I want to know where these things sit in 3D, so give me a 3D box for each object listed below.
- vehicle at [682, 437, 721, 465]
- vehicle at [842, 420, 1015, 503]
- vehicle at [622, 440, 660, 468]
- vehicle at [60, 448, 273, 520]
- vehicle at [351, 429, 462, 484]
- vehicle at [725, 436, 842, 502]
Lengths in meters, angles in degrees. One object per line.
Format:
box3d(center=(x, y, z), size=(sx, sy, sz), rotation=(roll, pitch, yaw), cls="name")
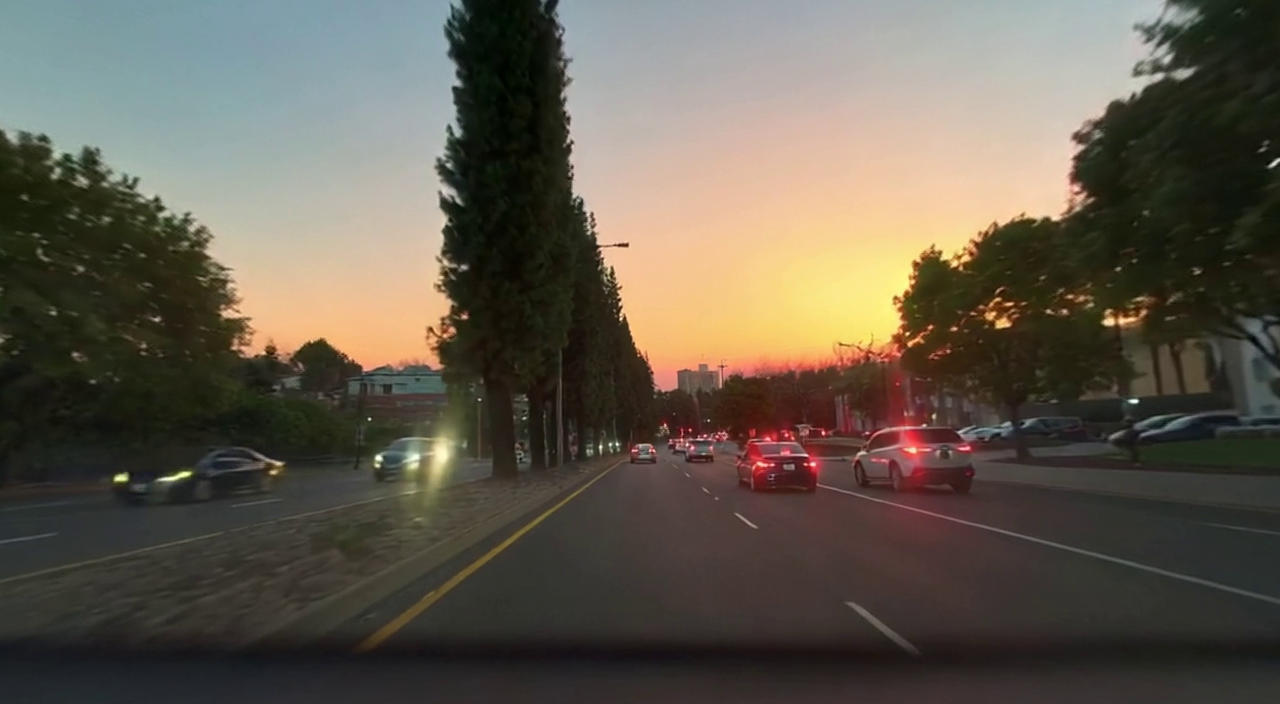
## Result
box3d(center=(4.085, 6.697, 42.516), size=(2.130, 1.718, 4.310), rotation=(0, -9, -1), cls="vehicle")
box3d(center=(7.373, 2.873, 16.807), size=(2.188, 1.840, 5.050), rotation=(0, -9, 0), cls="vehicle")
box3d(center=(0.073, 6.007, 37.115), size=(2.111, 1.506, 4.018), rotation=(0, -9, 0), cls="vehicle")
box3d(center=(-11.448, 3.165, 15.677), size=(1.866, 1.500, 4.361), rotation=(0, -9, 0), cls="vehicle")
box3d(center=(-8.241, 3.758, 22.731), size=(2.116, 1.747, 4.727), rotation=(0, -9, 1), cls="vehicle")
box3d(center=(3.631, 3.059, 16.835), size=(2.010, 1.490, 4.639), rotation=(0, -9, -1), cls="vehicle")
